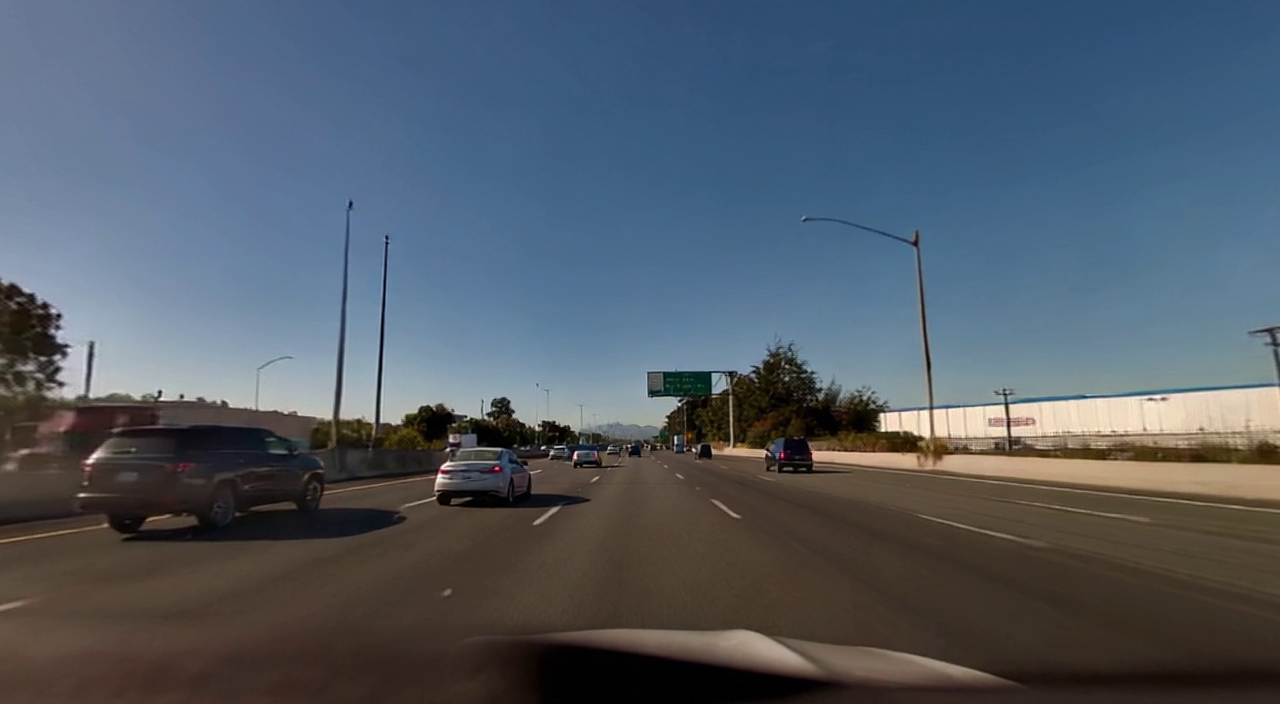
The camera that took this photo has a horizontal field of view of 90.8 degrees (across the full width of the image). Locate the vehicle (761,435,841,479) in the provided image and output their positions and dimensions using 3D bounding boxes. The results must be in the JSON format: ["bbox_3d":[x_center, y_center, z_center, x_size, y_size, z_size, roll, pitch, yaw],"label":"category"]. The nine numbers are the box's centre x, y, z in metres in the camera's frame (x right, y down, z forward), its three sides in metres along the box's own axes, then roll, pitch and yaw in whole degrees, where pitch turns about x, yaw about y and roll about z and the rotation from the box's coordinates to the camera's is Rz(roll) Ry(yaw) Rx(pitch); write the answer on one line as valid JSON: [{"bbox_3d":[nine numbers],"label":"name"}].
[{"bbox_3d":[6.919,4.569,27.685,2.147,1.769,4.666,0,-9,-1],"label":"vehicle"}]

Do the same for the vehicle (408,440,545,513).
[{"bbox_3d":[-3.690,2.899,15.236,2.047,1.469,4.614,0,-9,0],"label":"vehicle"}]

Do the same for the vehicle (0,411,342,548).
[{"bbox_3d":[-7.544,2.068,10.899,2.310,1.787,4.955,0,-9,1],"label":"vehicle"}]

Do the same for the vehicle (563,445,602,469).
[{"bbox_3d":[-3.625,6.716,40.581,2.078,1.464,4.093,0,-9,0],"label":"vehicle"}]
